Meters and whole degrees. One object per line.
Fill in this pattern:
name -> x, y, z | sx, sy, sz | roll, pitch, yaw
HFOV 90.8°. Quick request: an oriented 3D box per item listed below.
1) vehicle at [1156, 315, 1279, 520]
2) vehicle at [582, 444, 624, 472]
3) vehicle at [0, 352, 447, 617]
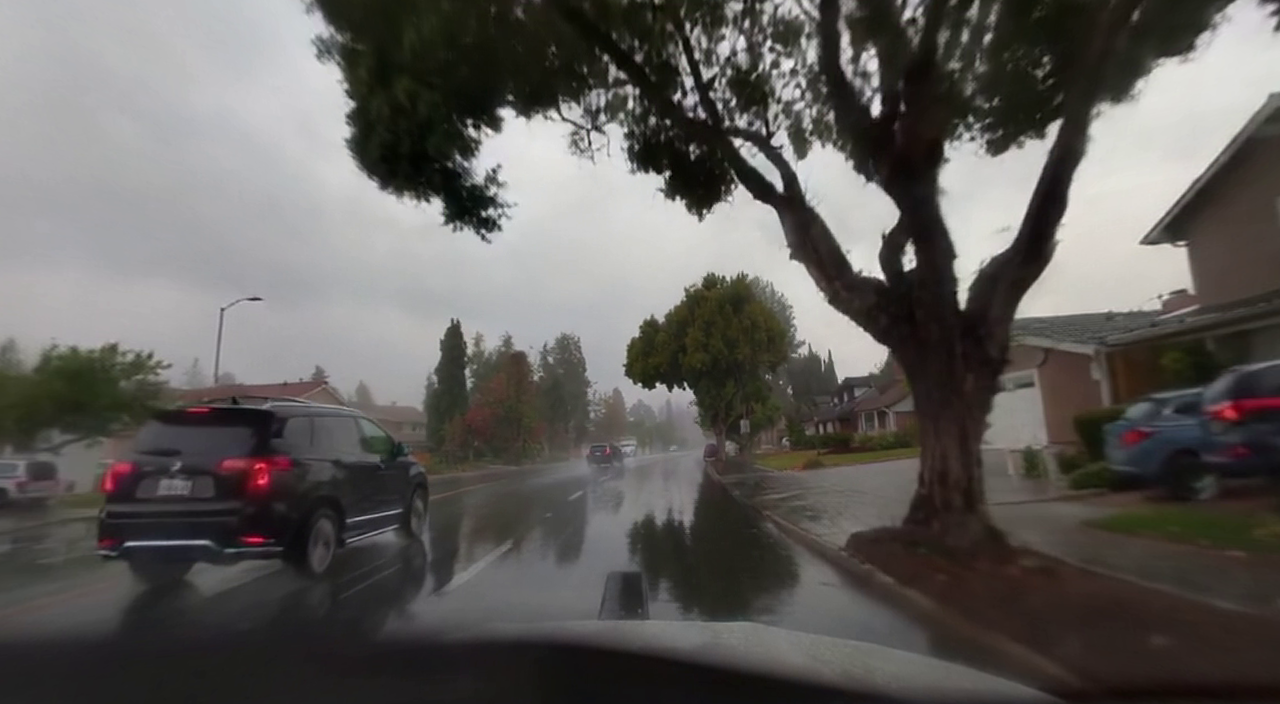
vehicle -> 8.801, 0.611, 6.005 | 5.492, 1.923, 2.103 | -3, -9, 22
vehicle -> -2.287, 6.670, 40.093 | 2.001, 1.664, 4.174 | -1, -9, 6
vehicle -> -4.171, 1.417, 7.614 | 2.085, 2.084, 5.133 | 0, -9, 0
